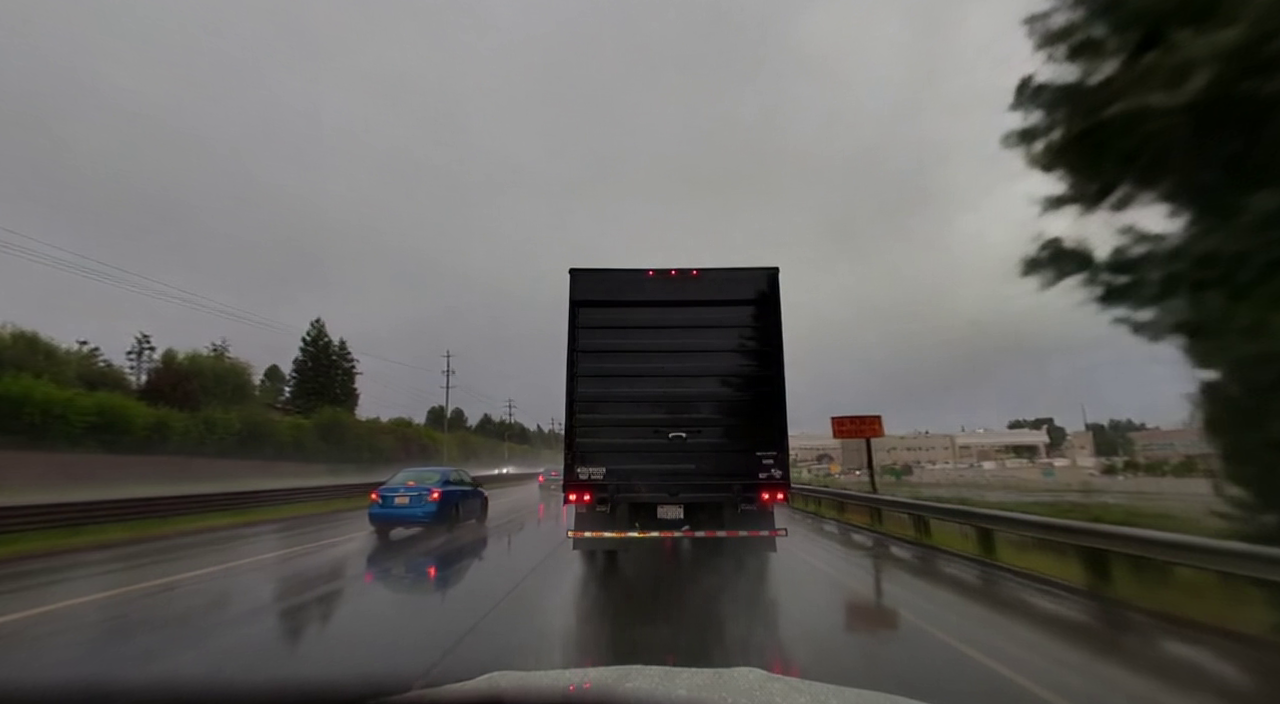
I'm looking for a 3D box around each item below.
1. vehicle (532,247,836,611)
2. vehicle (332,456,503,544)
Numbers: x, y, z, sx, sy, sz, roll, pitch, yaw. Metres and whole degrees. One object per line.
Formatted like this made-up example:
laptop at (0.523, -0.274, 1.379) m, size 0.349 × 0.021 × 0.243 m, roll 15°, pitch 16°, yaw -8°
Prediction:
vehicle at (0.627, 1.453, 10.476) m, size 2.831 × 3.529 × 8.689 m, roll 0°, pitch -11°, yaw 3°
vehicle at (-4.328, 2.967, 13.127) m, size 1.891 × 1.469 × 4.431 m, roll 1°, pitch -11°, yaw 0°
